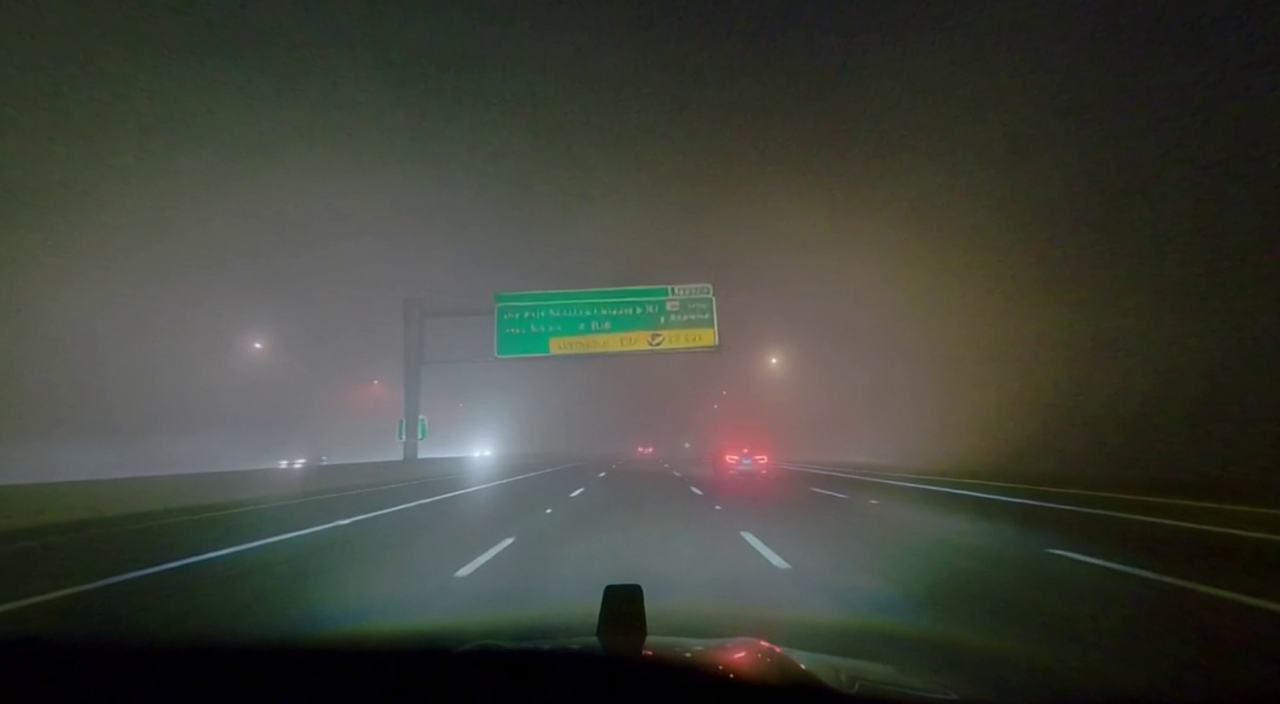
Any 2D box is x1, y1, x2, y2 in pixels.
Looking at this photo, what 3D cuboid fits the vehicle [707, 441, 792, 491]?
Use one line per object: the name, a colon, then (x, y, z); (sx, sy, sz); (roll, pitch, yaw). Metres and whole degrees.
vehicle: (3.595, 3.839, 21.595); (1.999, 1.492, 4.673); (0, -9, -1)
